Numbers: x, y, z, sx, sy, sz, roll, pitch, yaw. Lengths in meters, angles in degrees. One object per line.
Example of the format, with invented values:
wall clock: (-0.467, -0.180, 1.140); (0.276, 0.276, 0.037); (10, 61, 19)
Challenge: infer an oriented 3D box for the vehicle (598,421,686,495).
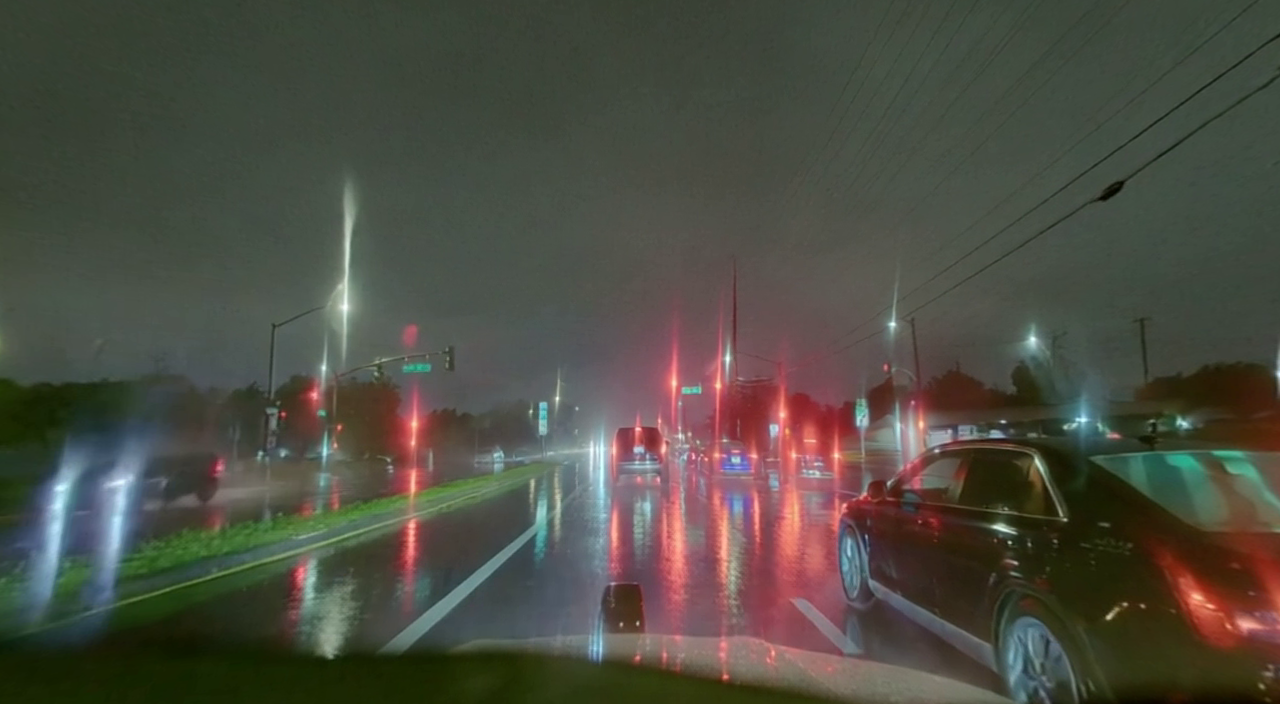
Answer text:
vehicle: (0.029, 3.054, 18.559); (2.236, 1.856, 4.816); (0, -9, 0)

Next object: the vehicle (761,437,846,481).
vehicle: (5.902, 3.918, 23.391); (1.926, 1.472, 4.449); (0, -9, -1)

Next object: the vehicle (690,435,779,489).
vehicle: (2.800, 3.398, 19.803); (2.025, 1.477, 4.333); (0, -9, -1)

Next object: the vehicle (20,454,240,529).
vehicle: (-12.175, 3.310, 15.595); (1.952, 1.475, 4.442); (0, -9, -4)

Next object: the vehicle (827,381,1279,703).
vehicle: (2.756, 1.084, 3.572); (2.004, 1.460, 4.297); (0, -9, -1)
